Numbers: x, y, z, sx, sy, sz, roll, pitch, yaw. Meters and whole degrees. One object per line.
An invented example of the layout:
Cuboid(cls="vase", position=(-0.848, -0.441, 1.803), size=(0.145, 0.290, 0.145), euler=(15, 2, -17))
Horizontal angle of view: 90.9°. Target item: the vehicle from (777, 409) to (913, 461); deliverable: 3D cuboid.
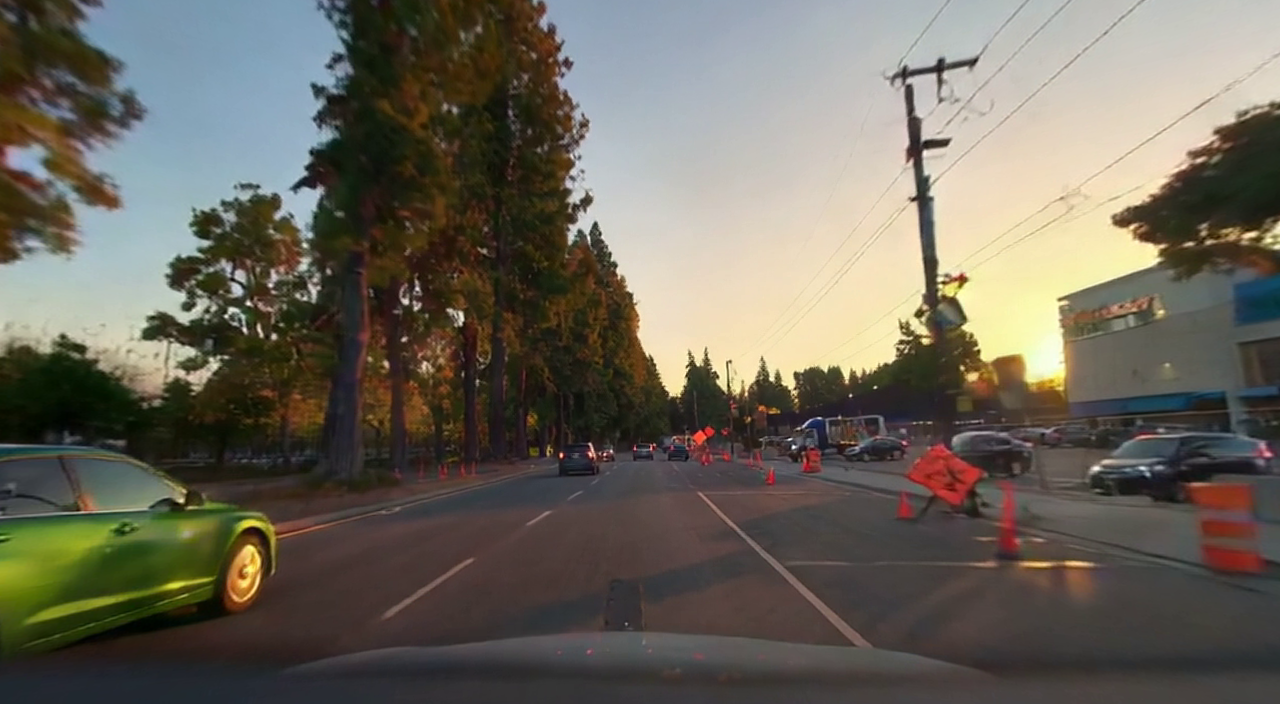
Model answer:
Cuboid(cls="vehicle", position=(15.044, 6.148, 46.714), size=(8.949, 3.673, 3.044), euler=(0, -8, -2))

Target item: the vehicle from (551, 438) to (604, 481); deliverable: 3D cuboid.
Cuboid(cls="vehicle", position=(-2.603, 4.527, 26.832), size=(2.038, 1.682, 4.399), euler=(1, -9, -4))

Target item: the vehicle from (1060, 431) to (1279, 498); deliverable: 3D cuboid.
Cuboid(cls="vehicle", position=(13.384, 2.702, 15.392), size=(4.835, 1.458, 1.934), euler=(-4, -9, 23))

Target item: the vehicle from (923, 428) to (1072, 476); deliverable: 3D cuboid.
Cuboid(cls="vehicle", position=(13.877, 3.908, 24.794), size=(4.804, 1.695, 2.055), euler=(-4, -9, 26))

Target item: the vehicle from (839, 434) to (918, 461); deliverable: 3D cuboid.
Cuboid(cls="vehicle", position=(15.814, 6.378, 42.018), size=(1.874, 1.694, 4.535), euler=(7, -11, -38))

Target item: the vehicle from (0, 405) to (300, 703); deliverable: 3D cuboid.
Cuboid(cls="vehicle", position=(-3.985, 1.126, 3.665), size=(1.856, 1.540, 3.733), euler=(0, -8, 1))
